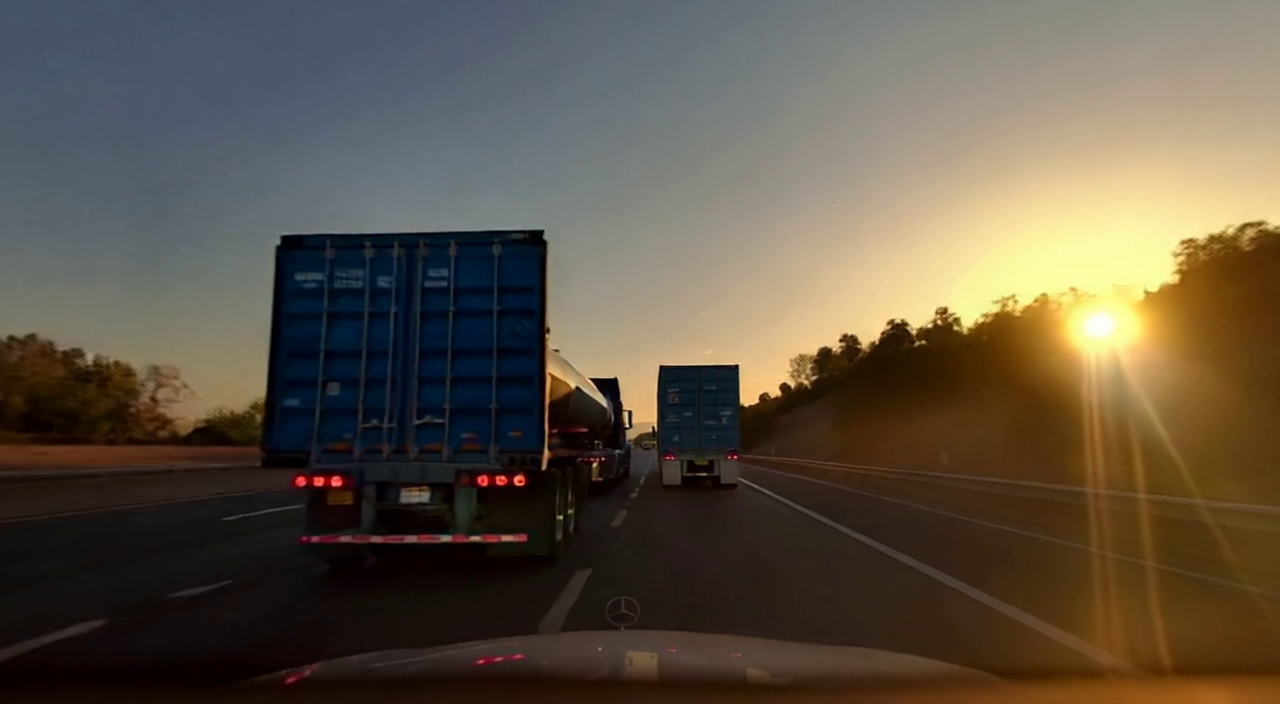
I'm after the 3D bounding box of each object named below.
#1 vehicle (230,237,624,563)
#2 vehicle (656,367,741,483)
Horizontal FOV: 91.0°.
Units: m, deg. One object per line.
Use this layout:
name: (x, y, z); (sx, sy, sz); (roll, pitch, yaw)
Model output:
vehicle: (-2.550, 1.765, 15.571); (3.267, 3.655, 17.154); (0, -9, 2)
vehicle: (2.219, 3.378, 27.644); (2.942, 4.003, 11.297); (0, -9, 2)
